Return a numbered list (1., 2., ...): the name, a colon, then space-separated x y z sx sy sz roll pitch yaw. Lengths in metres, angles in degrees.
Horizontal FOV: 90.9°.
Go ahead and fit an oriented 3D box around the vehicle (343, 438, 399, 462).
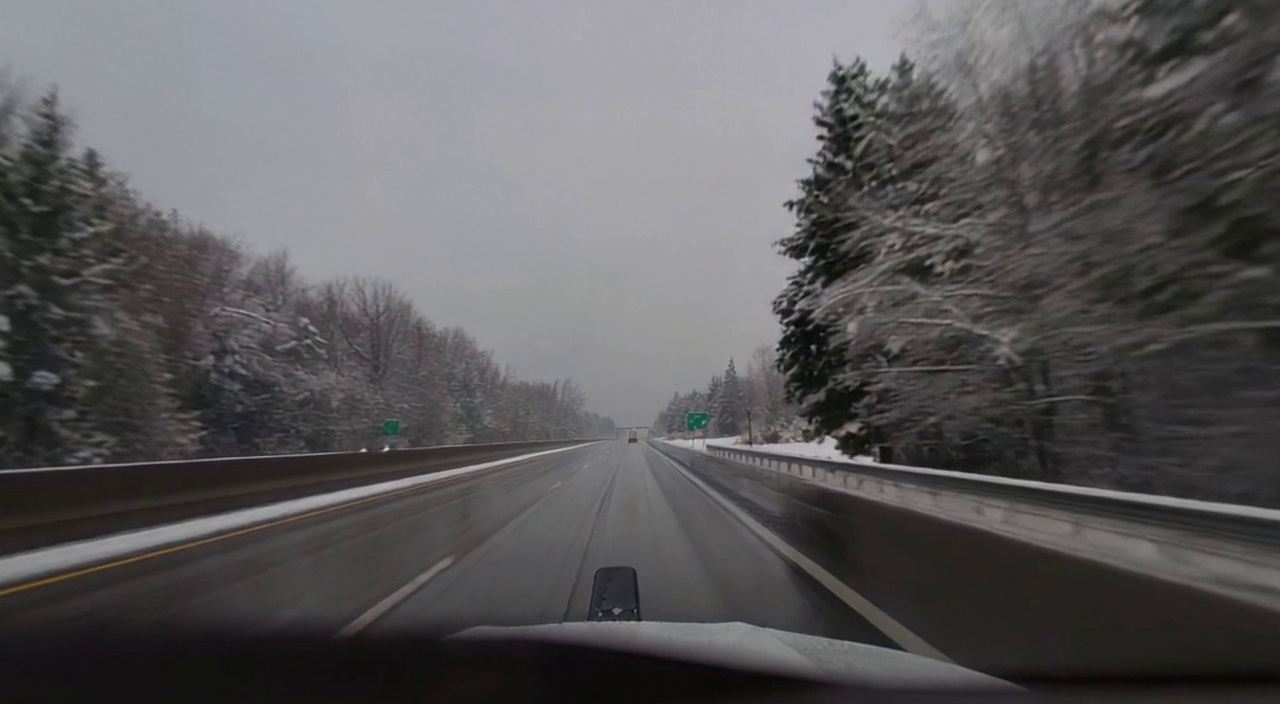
1. vehicle: -17.662 6.414 41.553 1.904 1.469 4.186 0 -8 -1
